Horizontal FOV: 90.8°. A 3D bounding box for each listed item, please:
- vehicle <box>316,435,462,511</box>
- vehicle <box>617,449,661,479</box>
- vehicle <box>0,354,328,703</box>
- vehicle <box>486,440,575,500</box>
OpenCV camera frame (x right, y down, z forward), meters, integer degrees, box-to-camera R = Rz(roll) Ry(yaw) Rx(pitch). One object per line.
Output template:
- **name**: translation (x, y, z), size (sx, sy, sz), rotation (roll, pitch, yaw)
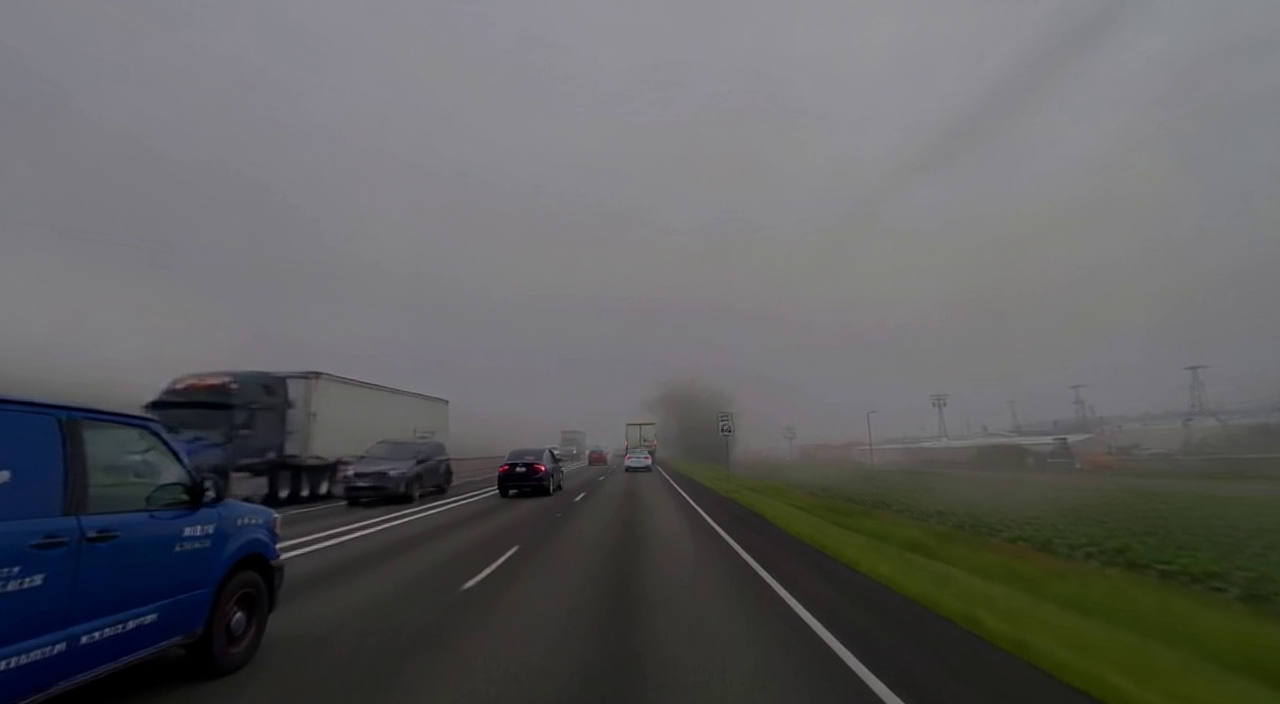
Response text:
- **vehicle**: translation (-6.674, 3.248, 17.481), size (2.043, 1.787, 4.755), rotation (0, -9, 0)
- **vehicle**: translation (-0.068, 5.579, 31.759), size (2.095, 1.393, 3.908), rotation (0, -9, 0)
- **vehicle**: translation (-3.248, 0.850, 2.052), size (2.117, 1.688, 4.582), rotation (0, -9, 0)
- **vehicle**: translation (-3.211, 3.543, 19.343), size (1.937, 1.600, 4.141), rotation (0, -9, 0)
